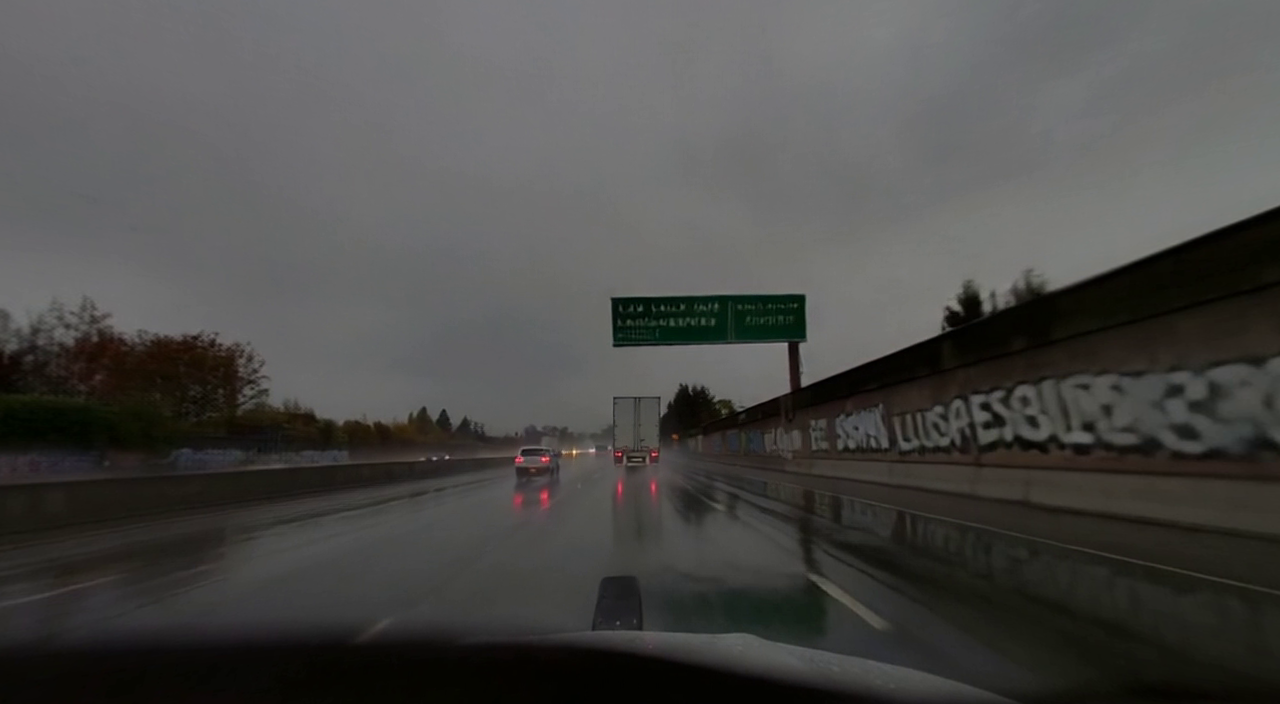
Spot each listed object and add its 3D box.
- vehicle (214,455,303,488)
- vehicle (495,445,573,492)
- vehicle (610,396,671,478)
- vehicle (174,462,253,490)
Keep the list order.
[{"bbox_3d":[-19.675,6.168,32.553,1.841,1.531,4.395,0,-9,-1],"label":"vehicle"},{"bbox_3d":[-3.733,4.193,22.862,2.158,1.538,4.047,0,-9,0],"label":"vehicle"},{"bbox_3d":[-0.067,5.076,36.698,3.042,4.023,10.832,0,-9,-1],"label":"vehicle"},{"bbox_3d":[-23.933,6.950,35.331,1.781,1.438,3.826,0,-9,0],"label":"vehicle"}]
